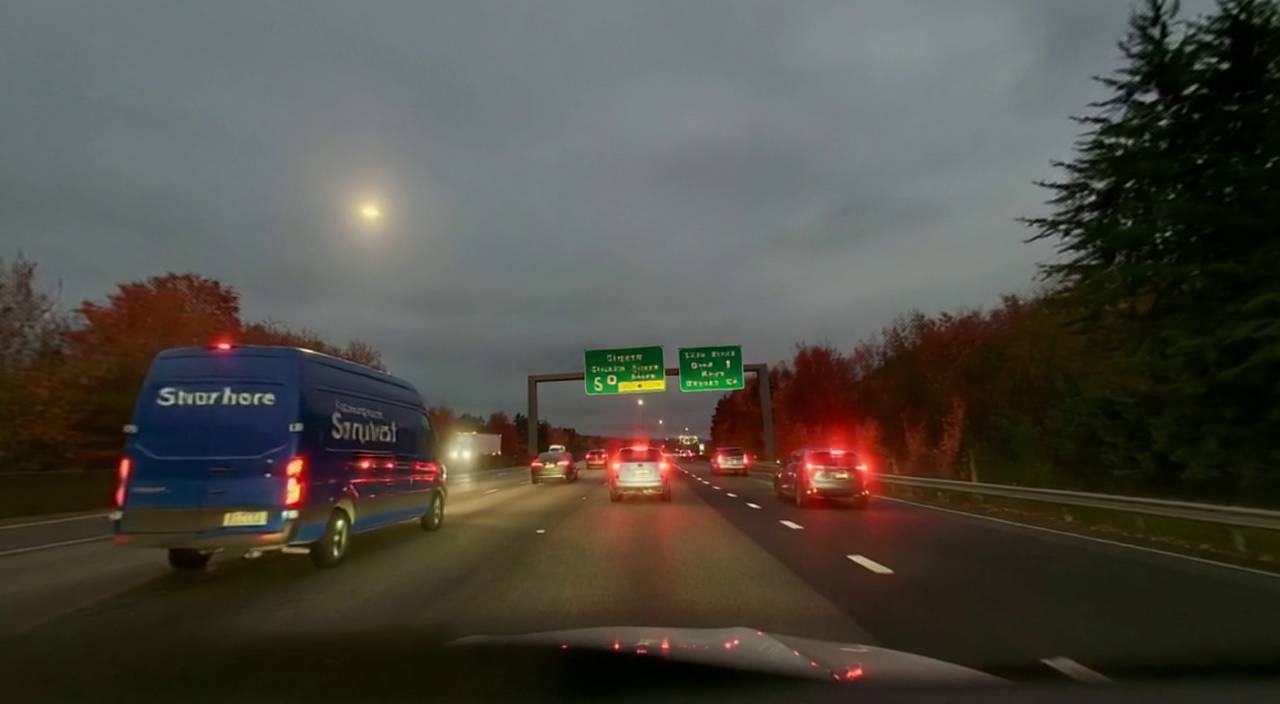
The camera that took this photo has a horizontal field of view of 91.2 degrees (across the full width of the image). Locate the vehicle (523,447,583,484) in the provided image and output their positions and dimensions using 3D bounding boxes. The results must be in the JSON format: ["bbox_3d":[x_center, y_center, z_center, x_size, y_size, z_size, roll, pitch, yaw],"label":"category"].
[{"bbox_3d":[-3.764,4.993,27.819,2.015,1.496,4.312,0,-9,0],"label":"vehicle"}]

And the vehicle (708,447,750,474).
[{"bbox_3d":[5.251,6.428,37.385,1.962,1.503,4.432,0,-9,2],"label":"vehicle"}]

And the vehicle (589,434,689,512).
[{"bbox_3d":[-0.010,2.995,15.947,2.195,1.679,4.070,0,-9,0],"label":"vehicle"}]

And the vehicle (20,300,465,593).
[{"bbox_3d":[-4.427,1.274,8.699,2.275,2.692,5.810,0,-9,0],"label":"vehicle"}]
